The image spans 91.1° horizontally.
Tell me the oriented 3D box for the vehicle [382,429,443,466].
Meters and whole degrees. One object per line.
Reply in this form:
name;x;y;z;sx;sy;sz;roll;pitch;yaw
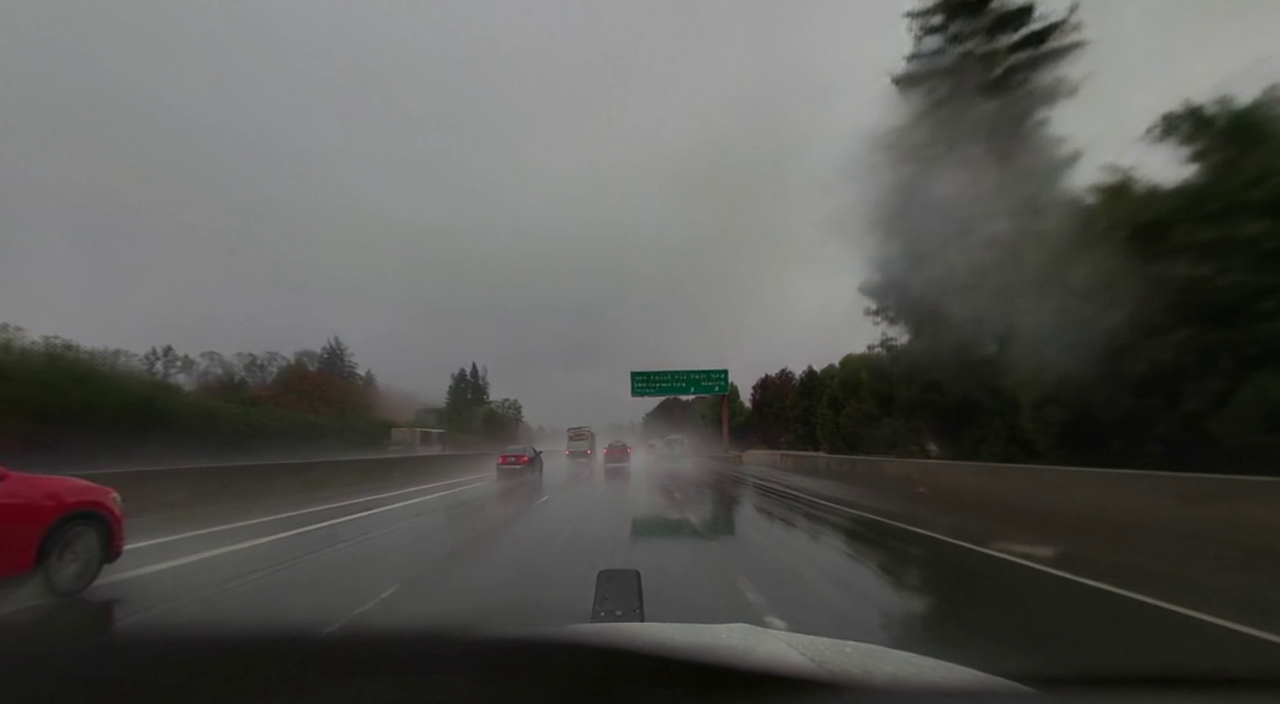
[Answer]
vehicle;-17.376;7.378;48.386;2.546;2.647;5.845;0;-9;0

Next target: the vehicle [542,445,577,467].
vehicle;-5.467;7.114;42.966;1.814;1.417;3.860;0;-9;1

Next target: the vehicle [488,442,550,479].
vehicle;-5.205;4.732;27.568;1.892;1.481;4.180;0;-9;0

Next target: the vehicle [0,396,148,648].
vehicle;-5.179;0.968;3.165;2.058;1.626;4.118;0;-9;-1

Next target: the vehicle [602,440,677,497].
vehicle;-0.034;3.267;17.959;1.940;1.451;3.512;0;-9;0
